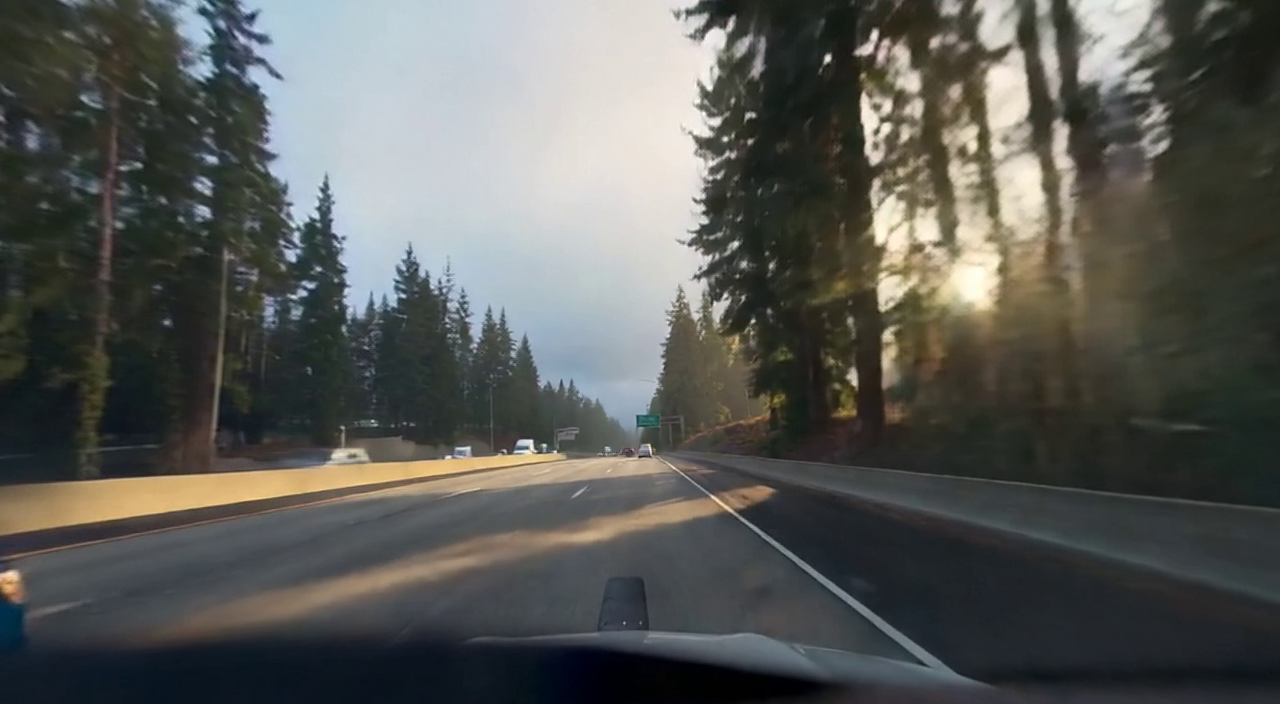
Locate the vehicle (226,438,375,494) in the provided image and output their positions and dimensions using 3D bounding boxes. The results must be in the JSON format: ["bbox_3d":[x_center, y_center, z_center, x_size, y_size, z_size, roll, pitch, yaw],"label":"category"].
[{"bbox_3d":[-11.278,3.774,21.526,2.108,1.652,5.278,0,-8,1],"label":"vehicle"}]
